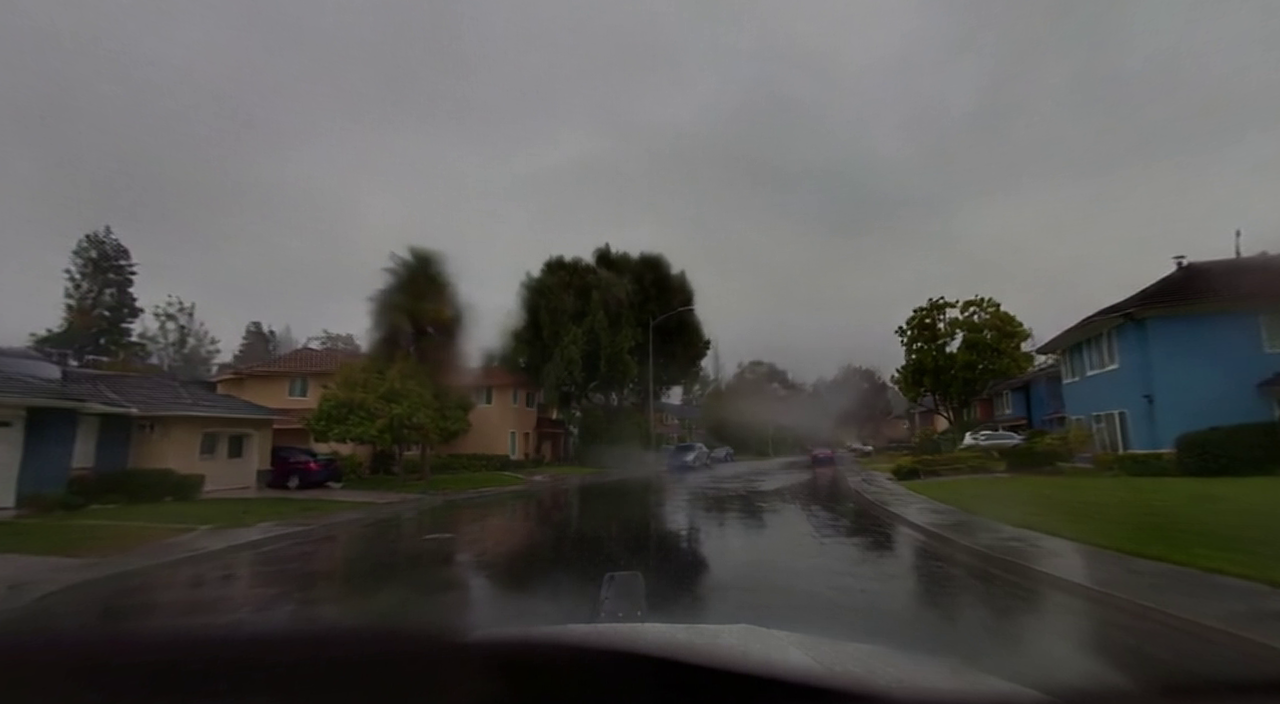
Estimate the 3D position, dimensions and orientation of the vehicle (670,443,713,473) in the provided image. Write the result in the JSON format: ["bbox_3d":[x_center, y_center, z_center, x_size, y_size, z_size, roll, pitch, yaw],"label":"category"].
[{"bbox_3d":[3.697,7.395,44.335,2.215,1.859,4.765,-1,-8,15],"label":"vehicle"}]

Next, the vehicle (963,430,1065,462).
[{"bbox_3d":[20.767,5.220,35.203,4.384,1.688,1.956,0,-9,0],"label":"vehicle"}]
